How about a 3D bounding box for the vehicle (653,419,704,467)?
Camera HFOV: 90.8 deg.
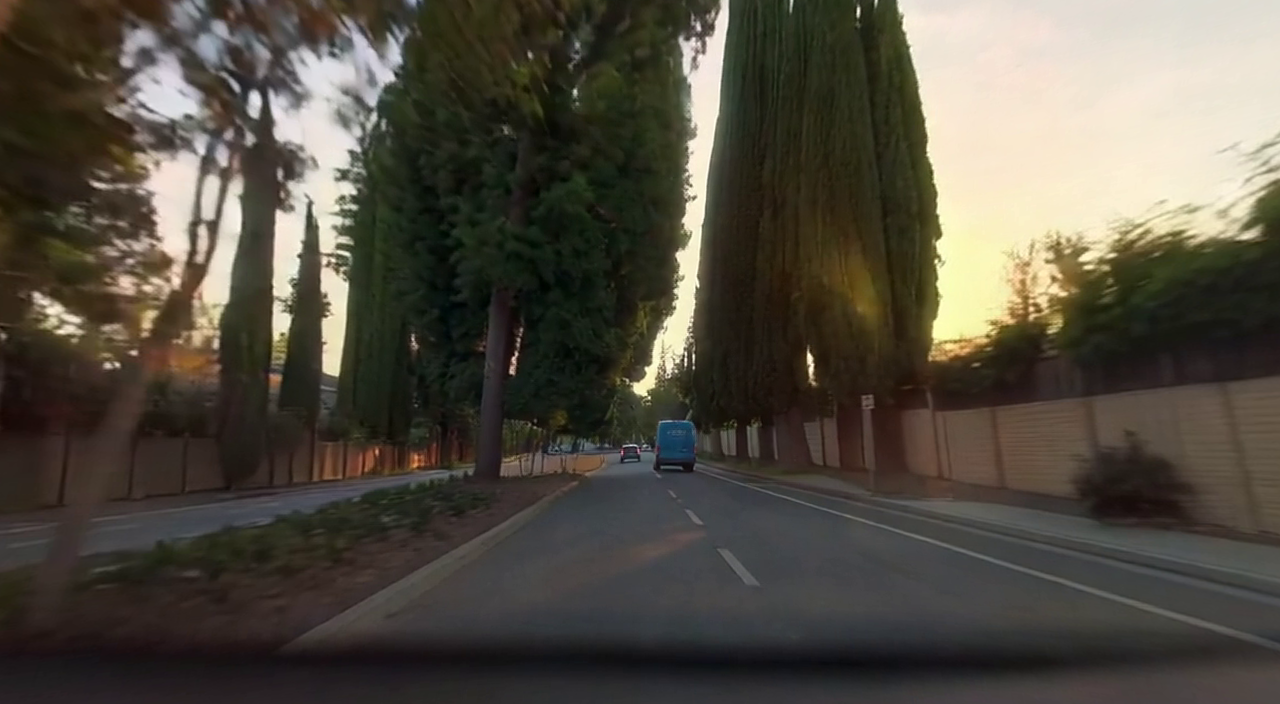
[{"bbox_3d":[2.787,7.165,49.590,2.959,3.285,12.428,0,-8,-1],"label":"vehicle"}]
